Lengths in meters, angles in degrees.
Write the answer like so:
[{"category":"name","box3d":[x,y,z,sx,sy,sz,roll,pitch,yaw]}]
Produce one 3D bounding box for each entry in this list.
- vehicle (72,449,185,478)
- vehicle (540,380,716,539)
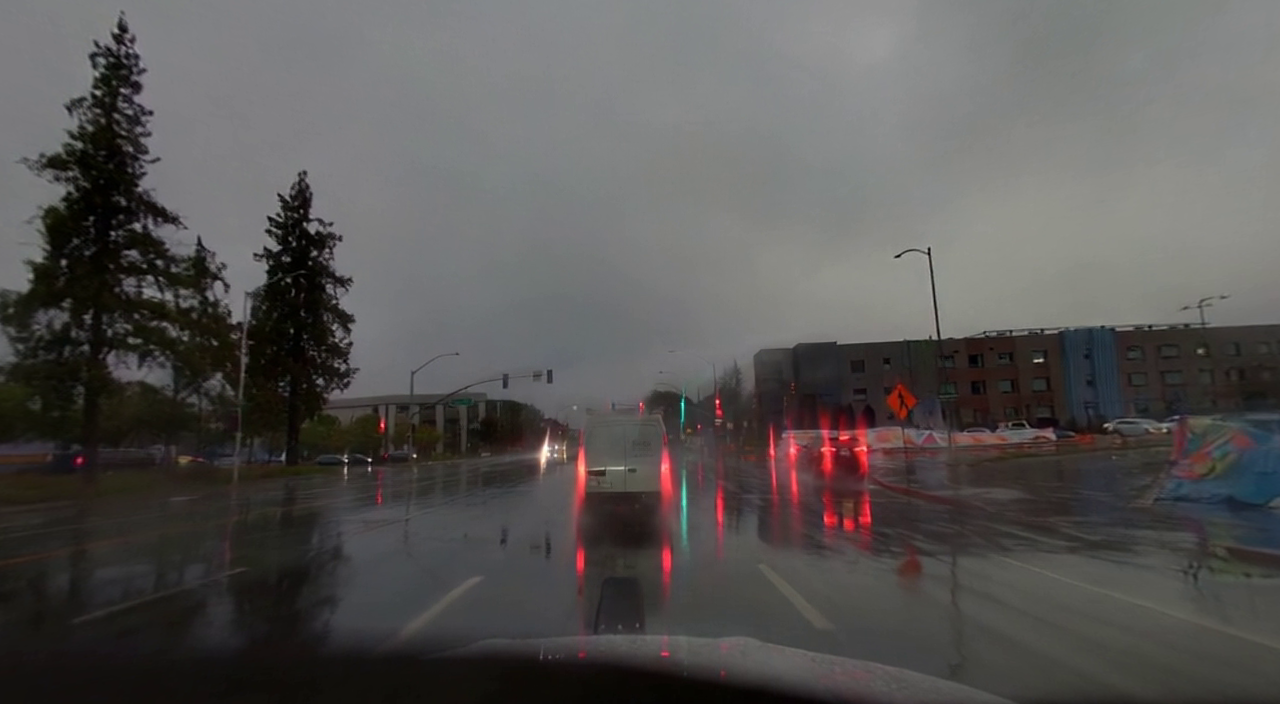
[{"category":"vehicle","box3d":[-36.021,7.826,44.464,5.755,1.945,2.403,0,-8,-1]},{"category":"vehicle","box3d":[-0.328,1.863,11.416,2.350,2.122,5.801,0,-8,-3]}]
